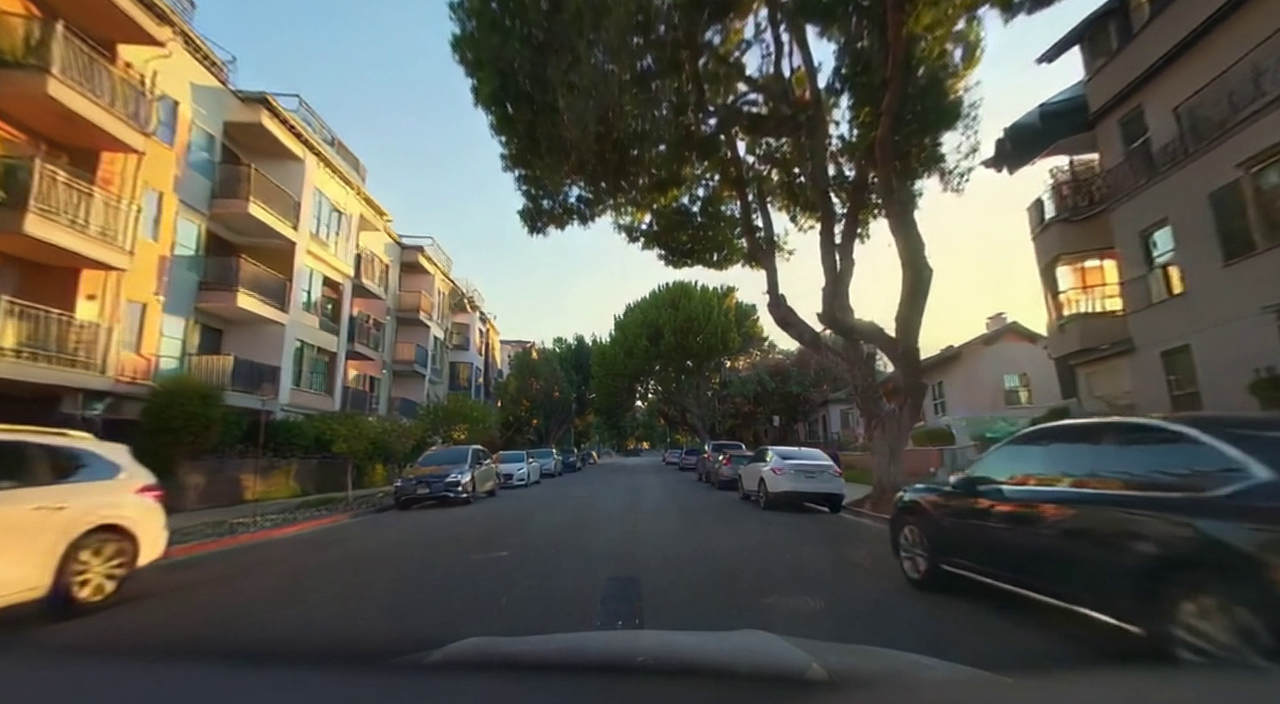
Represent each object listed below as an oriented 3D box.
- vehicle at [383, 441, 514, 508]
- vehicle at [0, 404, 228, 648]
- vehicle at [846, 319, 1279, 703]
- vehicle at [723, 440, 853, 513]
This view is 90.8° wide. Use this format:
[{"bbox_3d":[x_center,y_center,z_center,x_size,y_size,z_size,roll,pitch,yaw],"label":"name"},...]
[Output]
[{"bbox_3d":[-5.576,3.629,19.308,2.222,1.735,5.215,-1,-8,2],"label":"vehicle"},{"bbox_3d":[-5.650,1.178,4.045,2.122,1.722,5.662,-1,-9,1],"label":"vehicle"},{"bbox_3d":[3.945,1.213,4.922,2.473,1.895,6.050,0,-10,-2],"label":"vehicle"},{"bbox_3d":[3.824,3.309,17.448,2.187,1.699,5.038,0,-8,-2],"label":"vehicle"}]
